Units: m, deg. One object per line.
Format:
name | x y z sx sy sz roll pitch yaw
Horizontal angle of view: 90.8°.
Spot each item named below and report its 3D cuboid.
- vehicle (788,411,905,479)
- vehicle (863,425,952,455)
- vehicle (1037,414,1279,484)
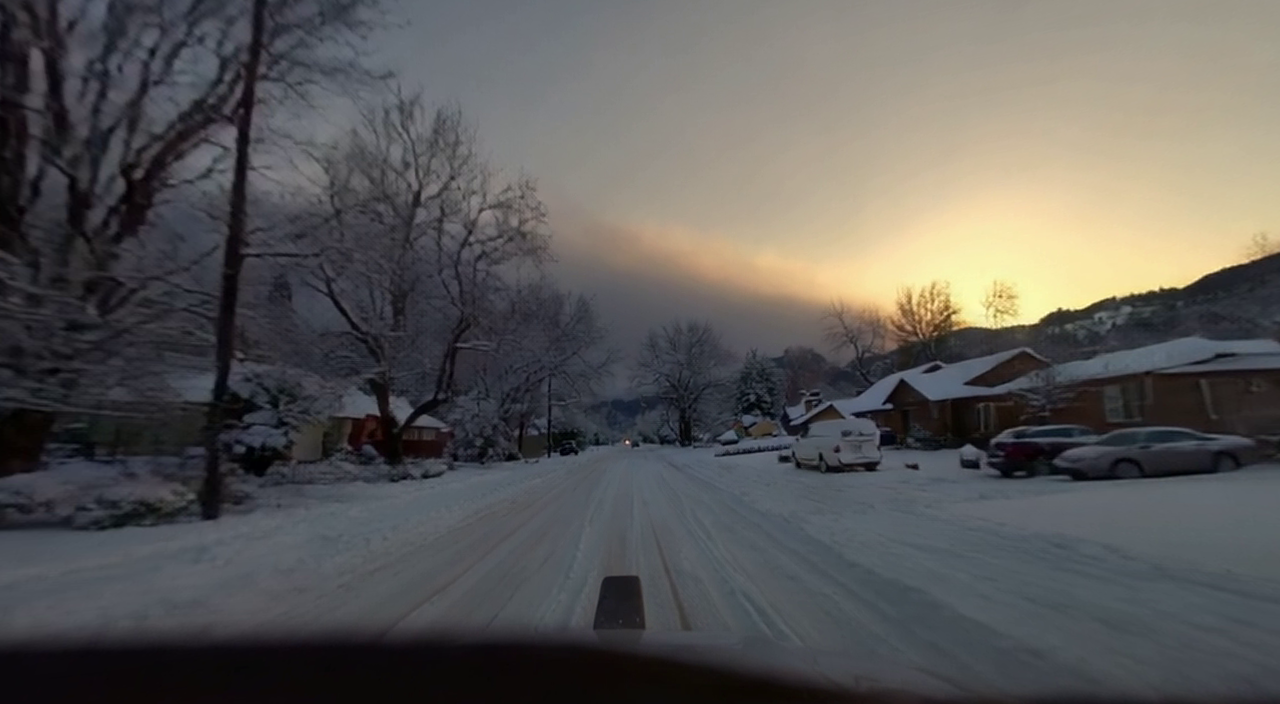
vehicle | 6.928 3.218 21.898 2.233 1.923 4.848 -4 -8 -2
vehicle | 14.714 4.866 34.912 4.045 1.570 1.864 0 -8 0
vehicle | 12.136 2.211 14.538 4.686 1.466 1.869 0 -8 0
